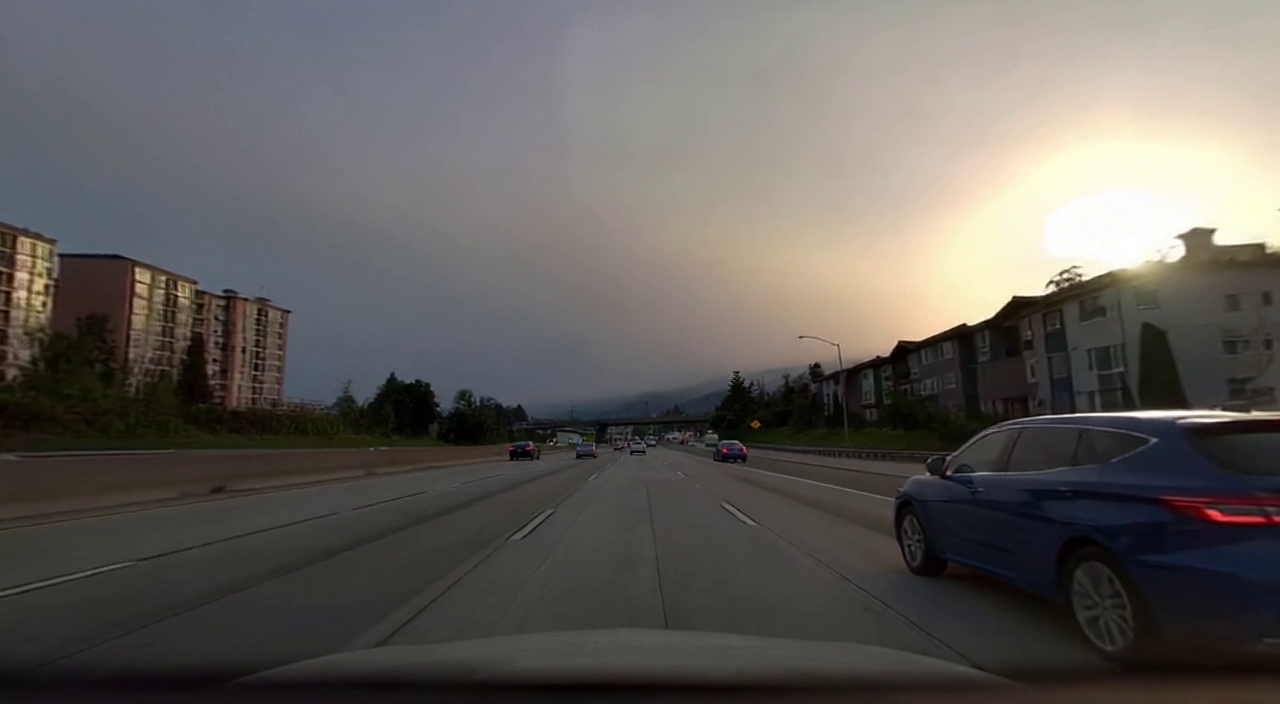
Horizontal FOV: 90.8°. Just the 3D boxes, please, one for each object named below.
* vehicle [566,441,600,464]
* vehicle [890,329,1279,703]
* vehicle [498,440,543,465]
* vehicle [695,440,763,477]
[{"bbox_3d":[-3.846,6.852,43.247,2.002,1.466,4.378,0,-9,0],"label":"vehicle"},{"bbox_3d":[3.455,0.975,3.774,2.080,1.694,4.286,0,-9,-1],"label":"vehicle"},{"bbox_3d":[-7.673,6.534,41.069,2.021,1.496,4.495,0,-9,0],"label":"vehicle"},{"bbox_3d":[3.733,4.564,27.358,2.061,1.459,4.273,1,-9,-4],"label":"vehicle"}]
